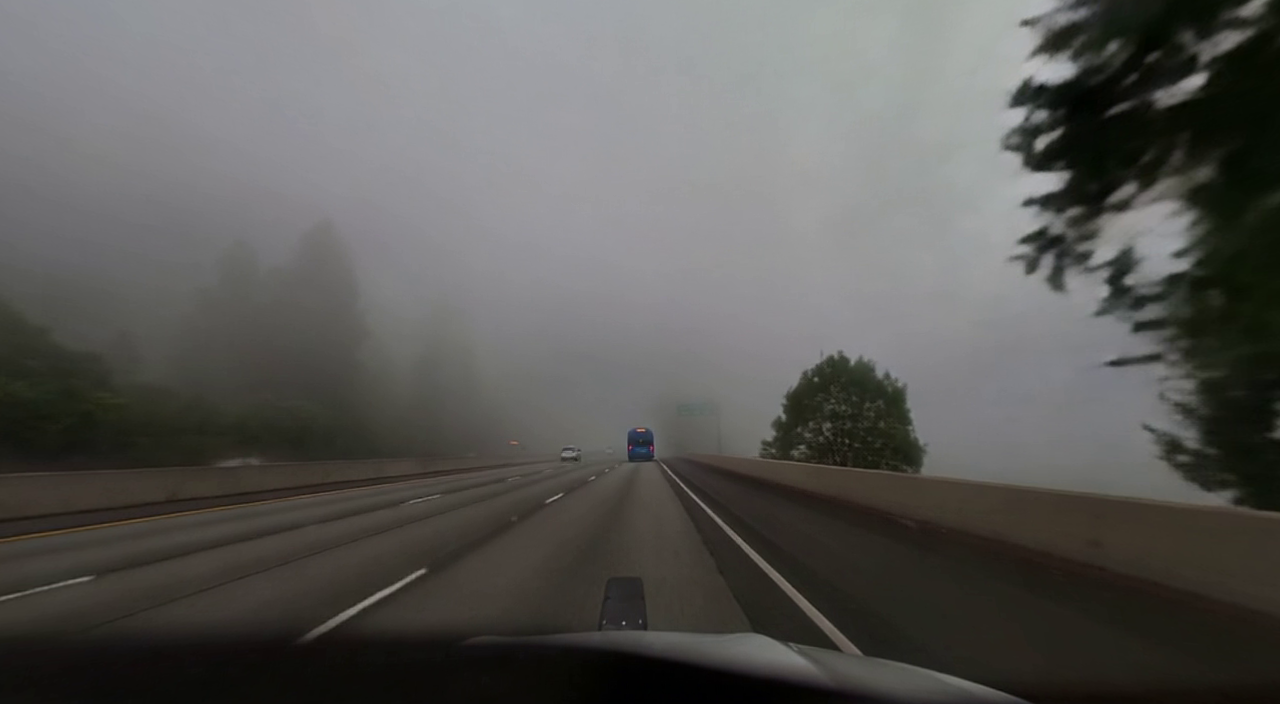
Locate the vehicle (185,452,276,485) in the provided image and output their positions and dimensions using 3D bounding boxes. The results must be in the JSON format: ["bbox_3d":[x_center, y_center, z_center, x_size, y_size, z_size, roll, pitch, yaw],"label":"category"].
[{"bbox_3d":[-21.584,6.141,33.466,1.870,1.558,4.388,0,-8,0],"label":"vehicle"}]
